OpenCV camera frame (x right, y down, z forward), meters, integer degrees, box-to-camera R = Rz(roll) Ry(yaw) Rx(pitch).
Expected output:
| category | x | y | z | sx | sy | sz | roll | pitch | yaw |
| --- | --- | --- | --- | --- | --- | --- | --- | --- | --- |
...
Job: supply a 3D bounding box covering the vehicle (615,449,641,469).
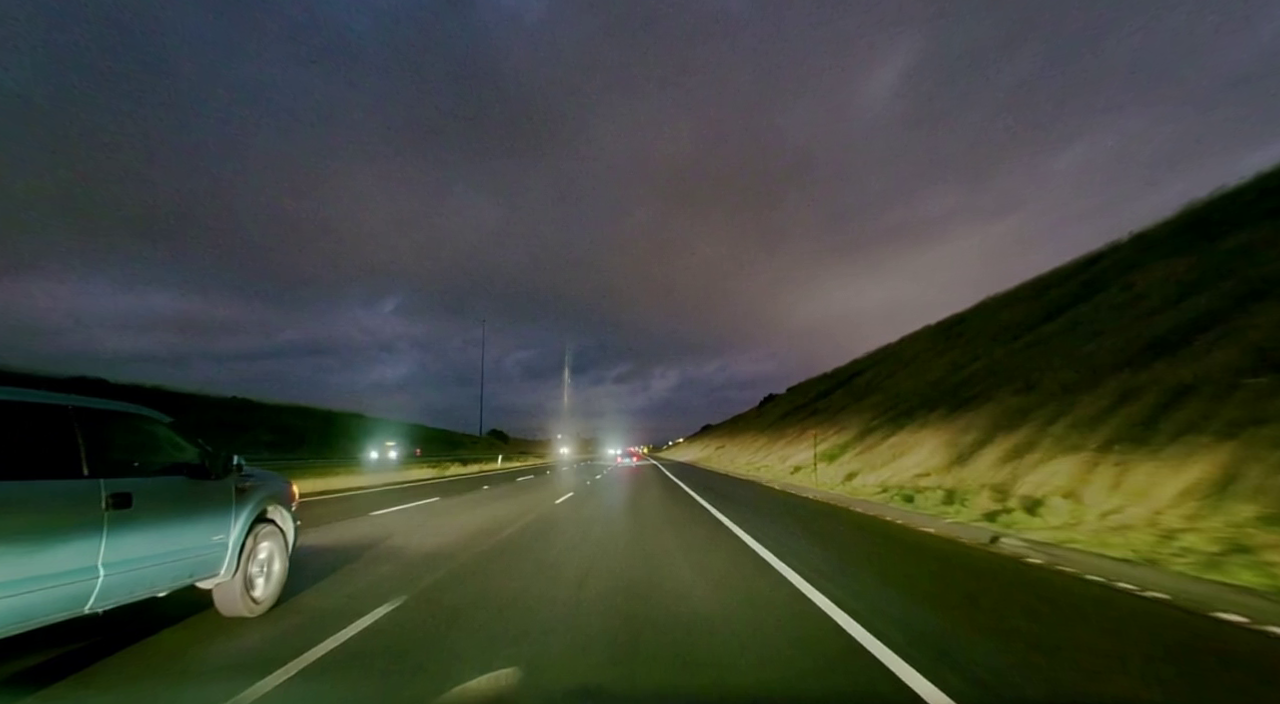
| category | x | y | z | sx | sy | sz | roll | pitch | yaw |
| --- | --- | --- | --- | --- | --- | --- | --- | --- | --- |
| vehicle | -0.908 | 8.325 | 49.202 | 1.891 | 1.456 | 3.806 | 0 | -9 | 0 |
